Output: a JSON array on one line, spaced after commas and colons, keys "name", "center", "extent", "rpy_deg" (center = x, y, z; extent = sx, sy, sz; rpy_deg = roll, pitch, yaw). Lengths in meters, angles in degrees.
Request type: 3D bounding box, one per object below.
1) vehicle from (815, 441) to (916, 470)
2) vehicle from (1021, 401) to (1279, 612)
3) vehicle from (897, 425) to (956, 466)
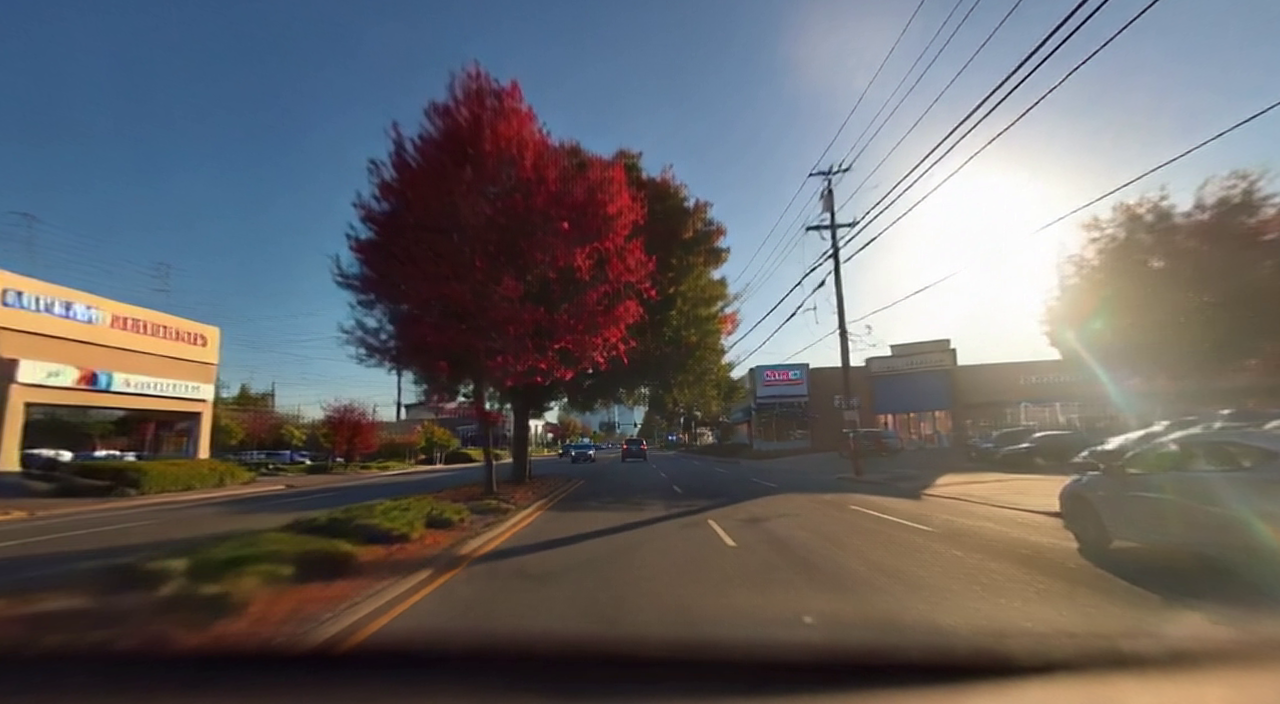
[{"name": "vehicle", "center": [14.534, 6.646, 40.826], "extent": [5.733, 1.610, 2.253], "rpy_deg": [0, -8, -11]}, {"name": "vehicle", "center": [6.206, 1.427, 6.280], "extent": [1.995, 1.705, 4.434], "rpy_deg": [0, -9, -1]}, {"name": "vehicle", "center": [19.133, 6.220, 42.198], "extent": [2.918, 2.614, 1.930], "rpy_deg": [3, -9, -18]}]
